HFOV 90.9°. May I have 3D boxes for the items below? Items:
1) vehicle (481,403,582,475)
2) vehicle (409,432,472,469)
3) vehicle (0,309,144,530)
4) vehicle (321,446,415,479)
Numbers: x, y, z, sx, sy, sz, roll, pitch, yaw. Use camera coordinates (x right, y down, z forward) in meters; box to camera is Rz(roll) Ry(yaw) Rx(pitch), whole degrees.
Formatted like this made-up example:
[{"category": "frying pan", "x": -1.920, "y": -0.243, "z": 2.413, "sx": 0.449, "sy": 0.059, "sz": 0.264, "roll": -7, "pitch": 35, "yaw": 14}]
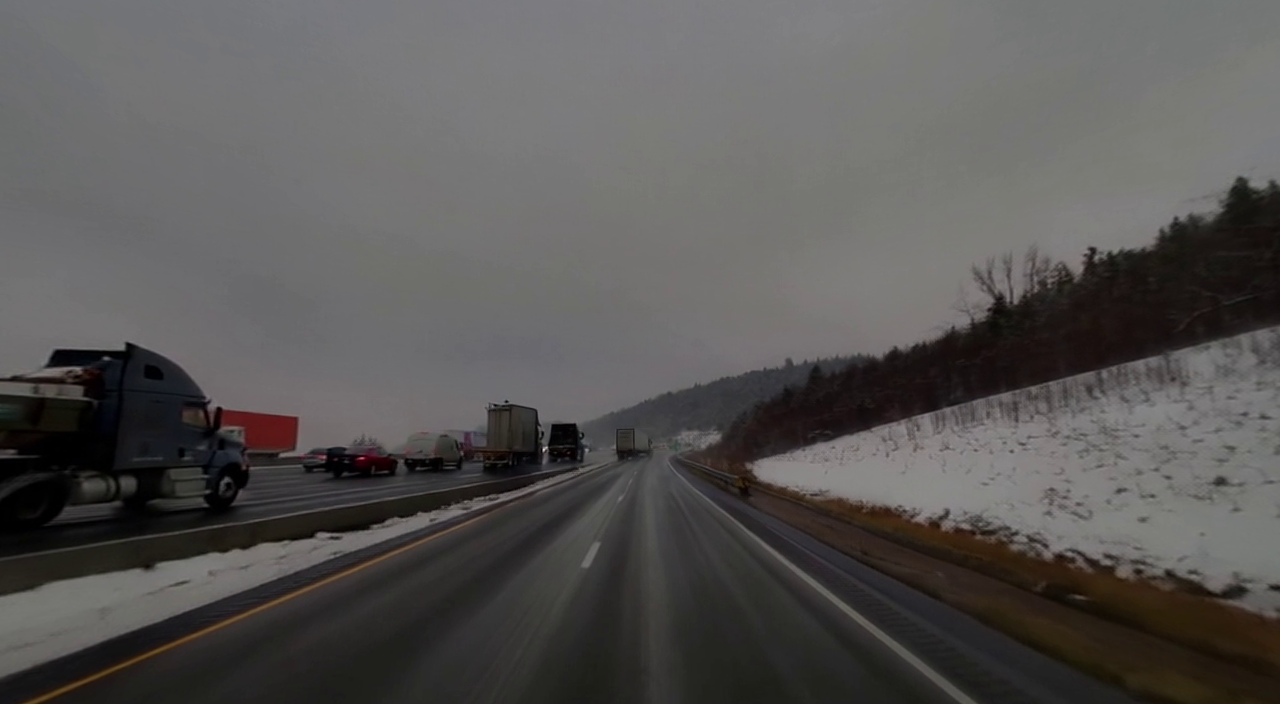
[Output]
[{"category": "vehicle", "x": -6.922, "y": 6.117, "z": 43.442, "sx": 2.848, "sy": 4.067, "sz": 14.314, "roll": -1, "pitch": -9, "yaw": 7}, {"category": "vehicle", "x": -14.739, "y": 7.319, "z": 46.903, "sx": 2.264, "sy": 2.596, "sz": 5.494, "roll": -1, "pitch": -9, "yaw": 8}, {"category": "vehicle", "x": -12.329, "y": 0.639, "z": 7.332, "sx": 2.745, "sy": 3.617, "sz": 11.590, "roll": -1, "pitch": -9, "yaw": 6}, {"category": "vehicle", "x": -13.122, "y": 5.350, "z": 30.781, "sx": 1.925, "sy": 1.493, "sz": 4.864, "roll": -1, "pitch": -9, "yaw": 8}]
